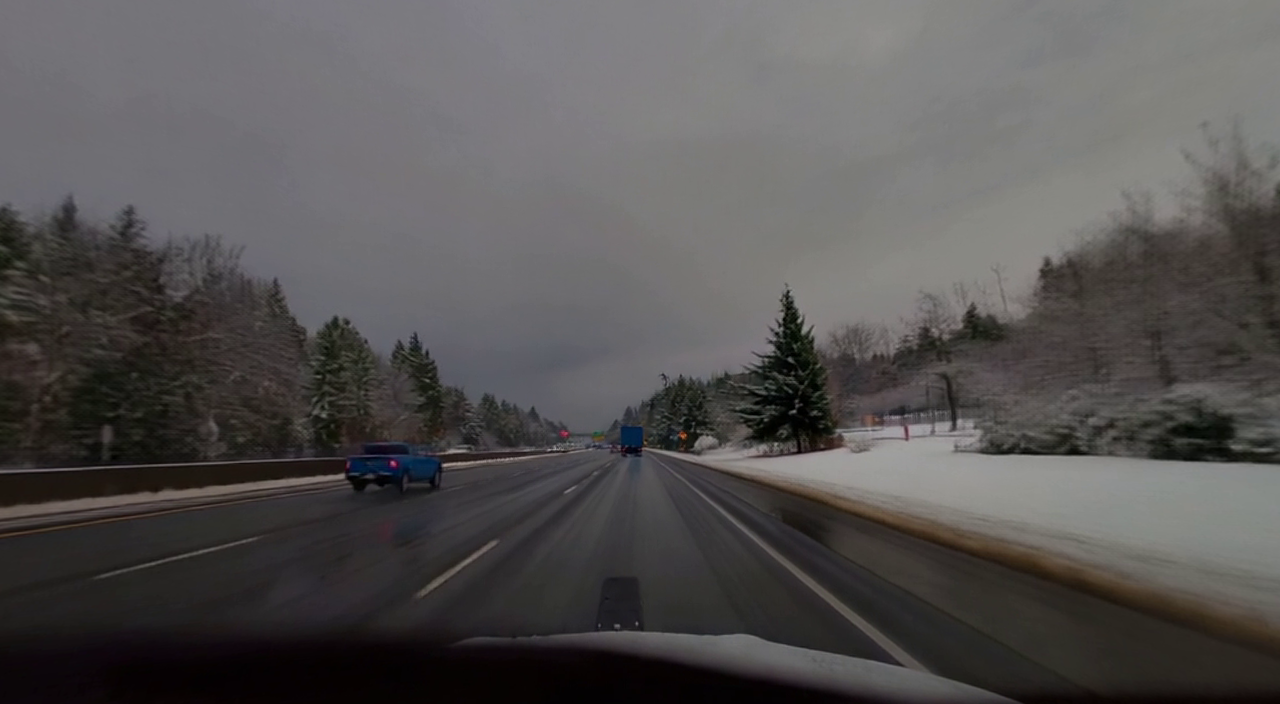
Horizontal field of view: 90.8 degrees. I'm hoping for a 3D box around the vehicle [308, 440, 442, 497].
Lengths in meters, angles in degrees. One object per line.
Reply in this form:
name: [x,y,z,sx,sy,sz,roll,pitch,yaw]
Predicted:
vehicle: [-7.922,3.504,19.457,2.155,1.504,4.490,0,-8,0]
